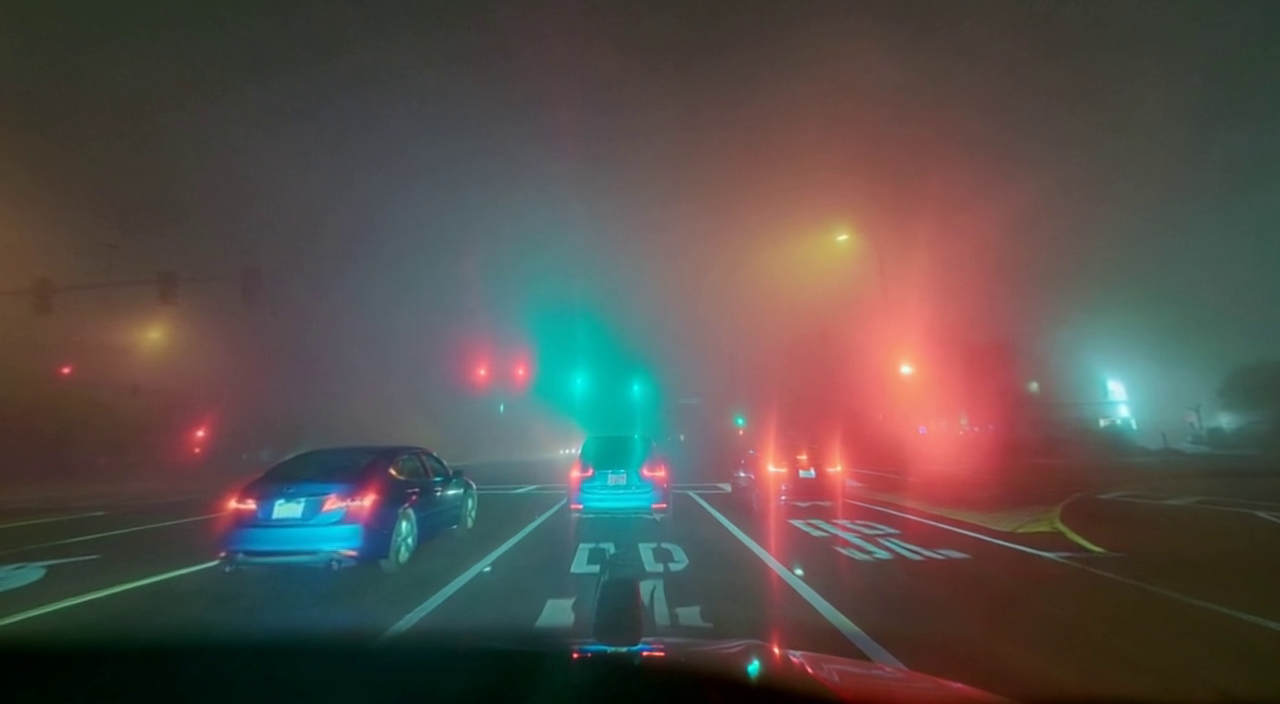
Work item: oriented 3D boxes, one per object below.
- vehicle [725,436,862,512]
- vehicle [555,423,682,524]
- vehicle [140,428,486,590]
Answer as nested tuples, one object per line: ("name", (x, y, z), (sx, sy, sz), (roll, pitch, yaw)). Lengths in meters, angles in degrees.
("vehicle", (3.274, 2.694, 14.488), (1.970, 1.449, 4.433), (0, -8, -1))
("vehicle", (-0.353, 2.255, 12.208), (2.038, 1.599, 3.844), (0, -8, 0))
("vehicle", (-3.582, 1.787, 8.146), (2.052, 1.472, 4.479), (0, -8, 0))
